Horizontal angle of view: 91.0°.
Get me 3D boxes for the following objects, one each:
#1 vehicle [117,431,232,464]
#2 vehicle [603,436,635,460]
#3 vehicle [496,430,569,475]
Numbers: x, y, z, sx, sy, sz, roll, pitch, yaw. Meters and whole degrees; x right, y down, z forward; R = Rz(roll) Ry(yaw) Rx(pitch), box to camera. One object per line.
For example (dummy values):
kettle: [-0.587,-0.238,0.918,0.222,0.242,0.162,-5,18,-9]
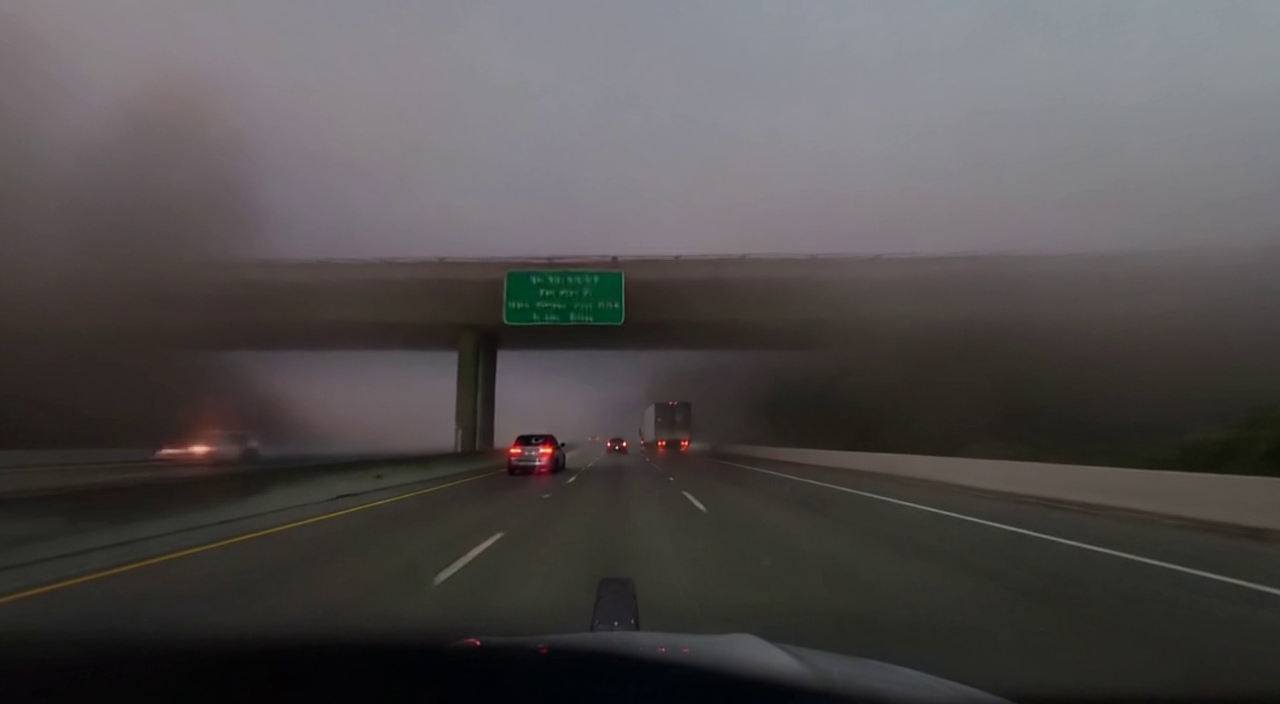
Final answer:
vehicle: [-23.056,4.753,31.449,2.131,1.492,4.739,0,-8,-1]
vehicle: [-1.513,6.752,44.373,2.125,1.542,3.816,0,-8,-3]
vehicle: [-4.448,4.249,26.895,2.377,1.747,4.703,0,-8,-1]
